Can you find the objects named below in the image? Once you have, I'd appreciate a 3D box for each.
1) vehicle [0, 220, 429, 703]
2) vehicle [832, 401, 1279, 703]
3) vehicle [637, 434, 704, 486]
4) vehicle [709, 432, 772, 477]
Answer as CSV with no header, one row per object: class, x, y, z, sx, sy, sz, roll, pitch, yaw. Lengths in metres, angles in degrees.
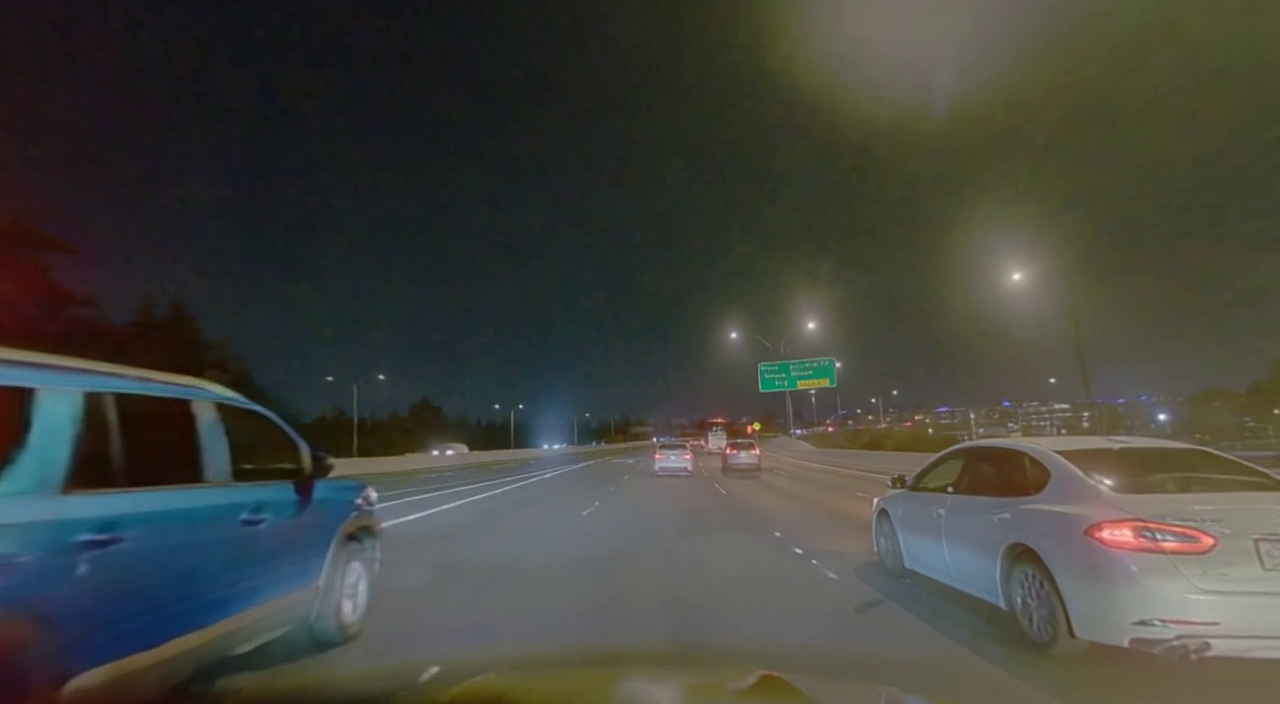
vehicle,-3.086,0.745,2.734,2.434,1.965,5.305,0,-9,1
vehicle,3.123,1.273,4.609,2.009,1.489,4.559,0,-9,0
vehicle,1.023,3.686,21.667,2.074,1.614,3.803,0,-9,2
vehicle,4.109,4.280,26.399,2.076,1.684,4.241,0,-9,2
